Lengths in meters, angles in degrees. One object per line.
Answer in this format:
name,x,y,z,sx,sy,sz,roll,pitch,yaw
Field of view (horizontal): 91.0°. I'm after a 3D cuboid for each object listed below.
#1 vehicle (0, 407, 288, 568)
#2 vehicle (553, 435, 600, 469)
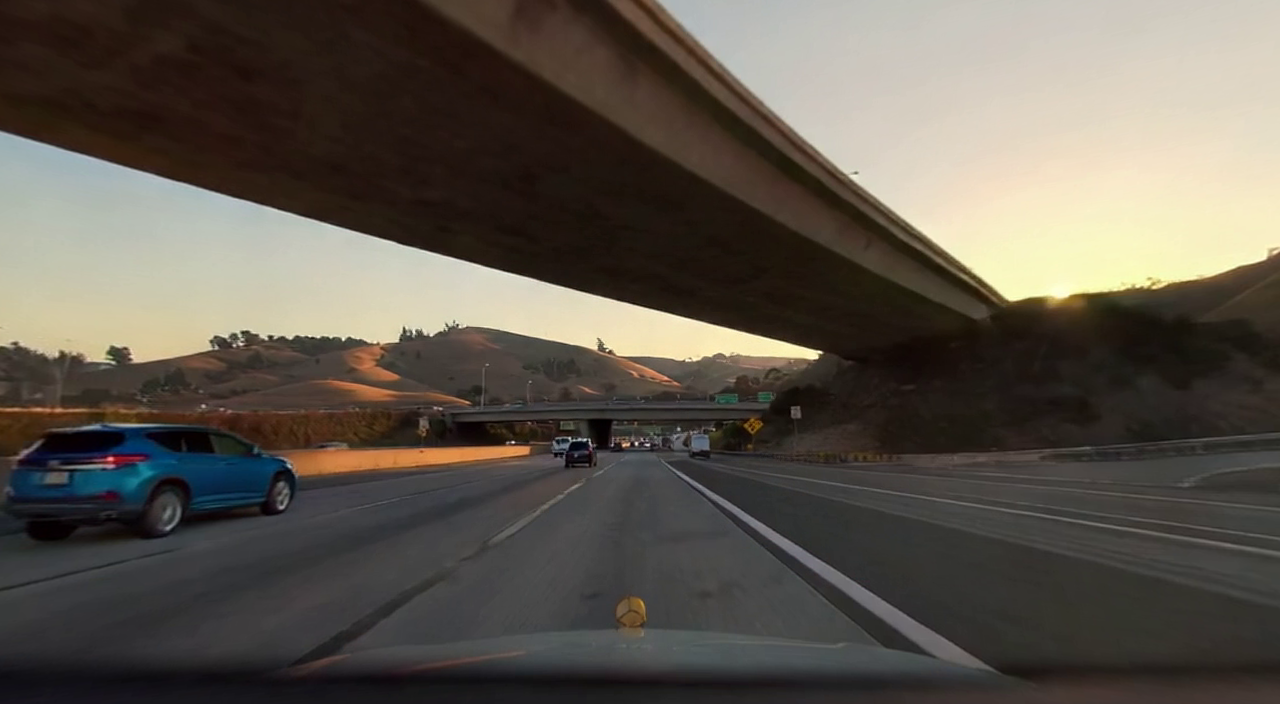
vehicle,-7.516,1.791,9.121,2.092,1.712,4.627,0,-8,1
vehicle,-3.653,5.849,37.085,2.144,1.847,4.850,0,-8,1
